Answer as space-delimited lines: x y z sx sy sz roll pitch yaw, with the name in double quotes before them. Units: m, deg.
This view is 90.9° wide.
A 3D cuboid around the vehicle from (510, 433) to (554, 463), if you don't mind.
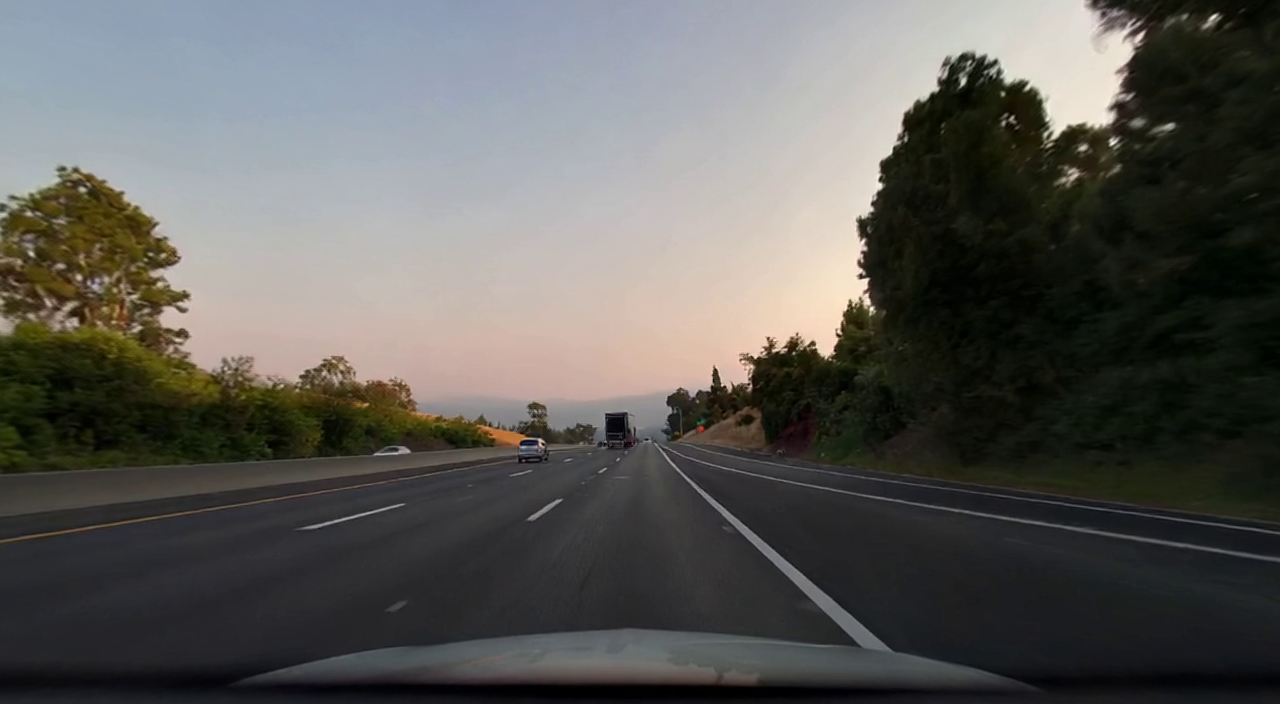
"vehicle" -7.082 6.353 41.857 2.043 1.828 4.436 0 -8 2
